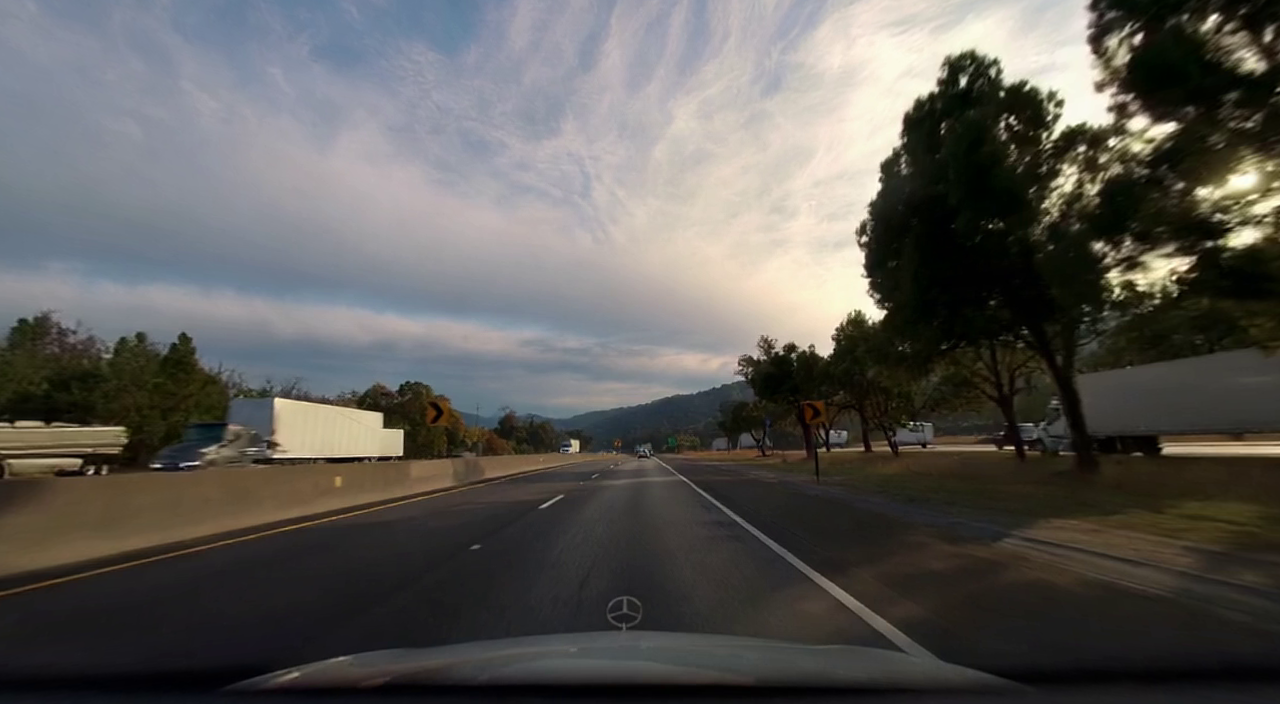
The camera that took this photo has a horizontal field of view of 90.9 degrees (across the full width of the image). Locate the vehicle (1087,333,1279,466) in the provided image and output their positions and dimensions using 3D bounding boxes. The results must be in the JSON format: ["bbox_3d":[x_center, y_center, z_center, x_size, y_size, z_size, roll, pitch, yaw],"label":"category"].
[{"bbox_3d":[21.015,1.653,20.610,2.847,4.027,13.284,0,-9,-1],"label":"vehicle"}]

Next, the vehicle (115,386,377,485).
[{"bbox_3d":[-18.084,4.340,31.586,2.913,3.702,15.781,0,-9,0],"label":"vehicle"}]
